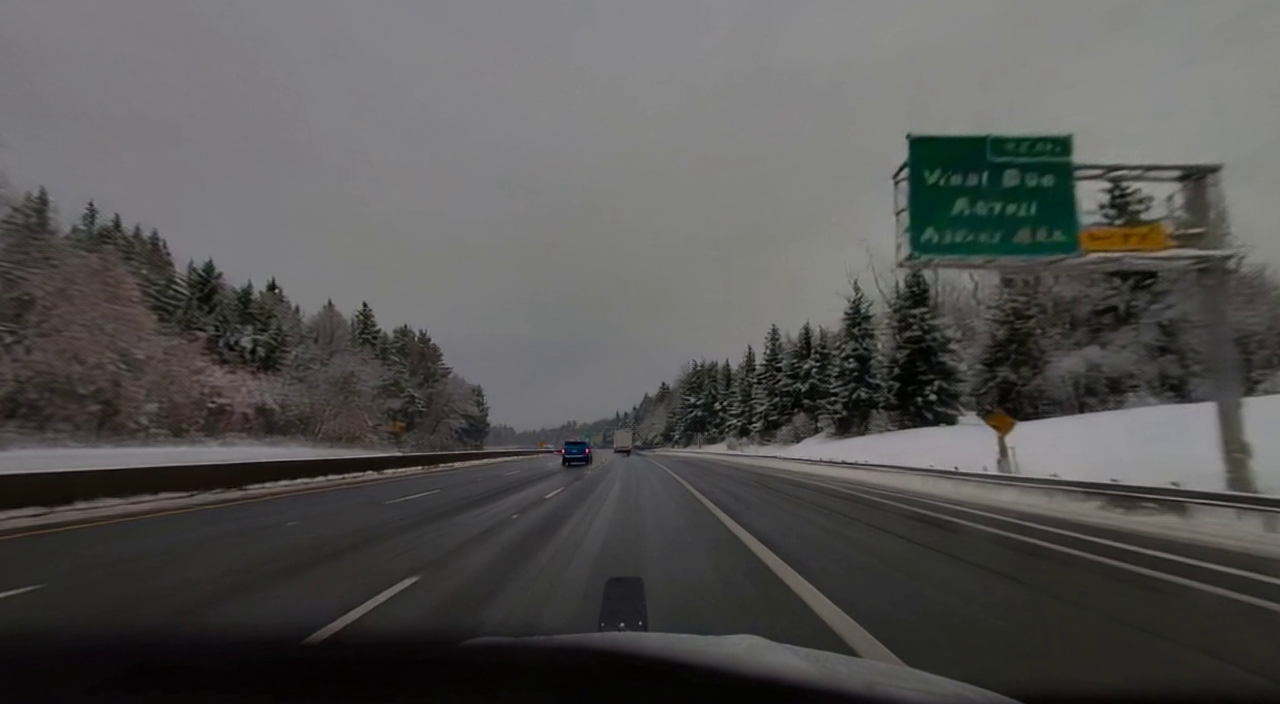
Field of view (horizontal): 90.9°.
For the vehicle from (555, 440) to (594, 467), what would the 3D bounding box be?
[{"bbox_3d":[-4.387,6.887,42.857,2.162,1.724,4.537,0,-8,-1],"label":"vehicle"}]
